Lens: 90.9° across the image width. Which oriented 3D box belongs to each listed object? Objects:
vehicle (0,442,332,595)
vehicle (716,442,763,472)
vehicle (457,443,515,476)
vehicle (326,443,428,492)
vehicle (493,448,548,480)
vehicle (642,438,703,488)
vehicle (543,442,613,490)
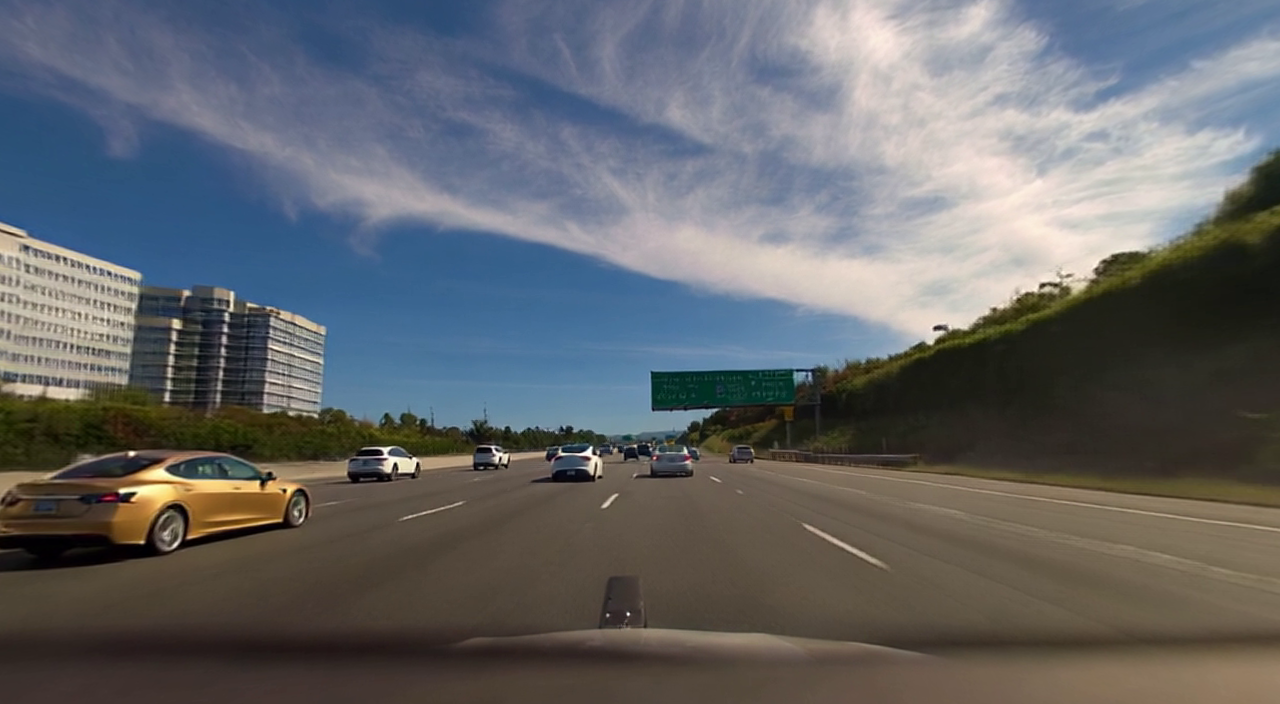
[{"bbox_3d":[-6.470,1.985,8.559,2.116,1.473,4.644,-1,-8,2],"label":"vehicle"},{"bbox_3d":[6.152,6.563,39.588,2.071,1.754,4.484,0,-8,-2],"label":"vehicle"},{"bbox_3d":[-9.540,6.672,39.504,2.187,1.851,5.085,-1,-8,2],"label":"vehicle"},{"bbox_3d":[-10.005,4.399,24.445,1.947,1.683,4.331,-1,-8,2],"label":"vehicle"},{"bbox_3d":[-5.965,5.634,31.894,1.886,1.455,4.148,-1,-8,1],"label":"vehicle"},{"bbox_3d":[1.156,4.162,24.065,2.114,1.715,4.136,-1,-8,1],"label":"vehicle"},{"bbox_3d":[-2.229,4.256,23.963,2.102,1.624,4.257,-1,-8,2],"label":"vehicle"}]
